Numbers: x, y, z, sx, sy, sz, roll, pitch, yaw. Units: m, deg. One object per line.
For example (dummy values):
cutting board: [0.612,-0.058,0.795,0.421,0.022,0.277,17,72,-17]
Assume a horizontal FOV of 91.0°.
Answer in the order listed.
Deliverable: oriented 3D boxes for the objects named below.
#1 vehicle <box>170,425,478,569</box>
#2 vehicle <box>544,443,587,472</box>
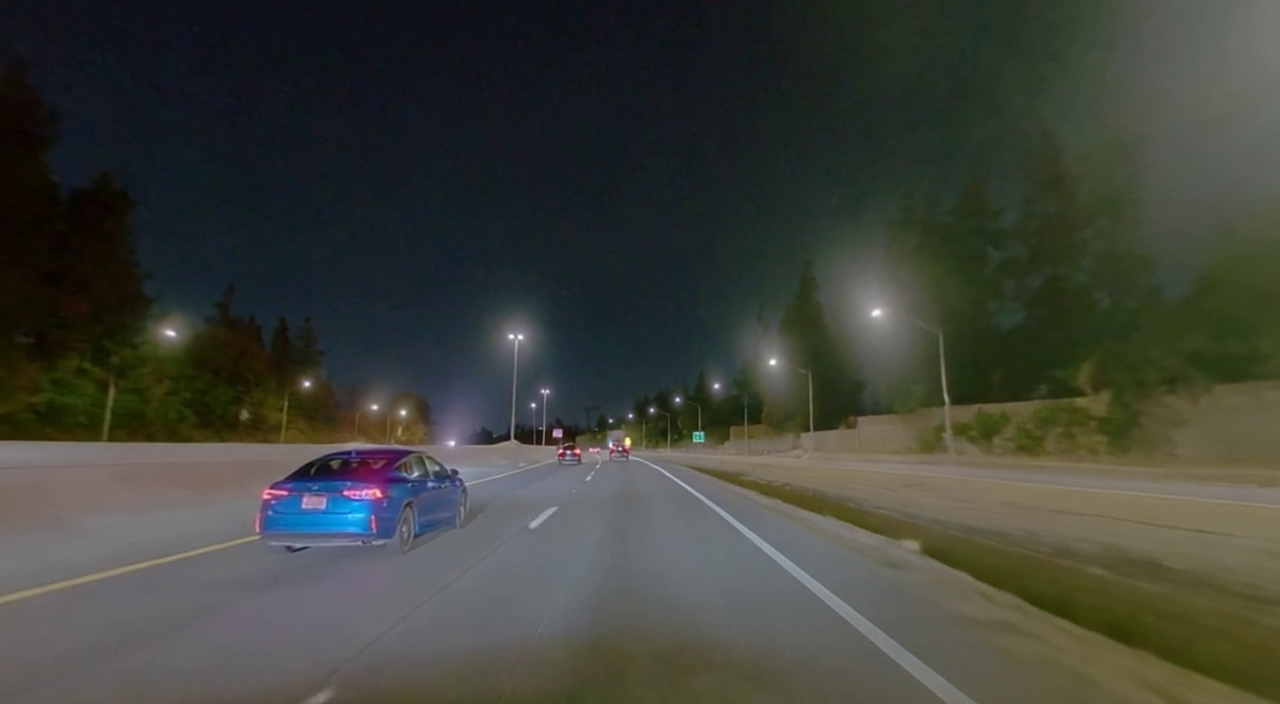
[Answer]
vehicle: [-3.984,1.903,9.102,2.012,1.510,4.672,0,-9,0]
vehicle: [-3.943,5.646,33.849,1.965,1.459,4.145,1,-9,-2]
